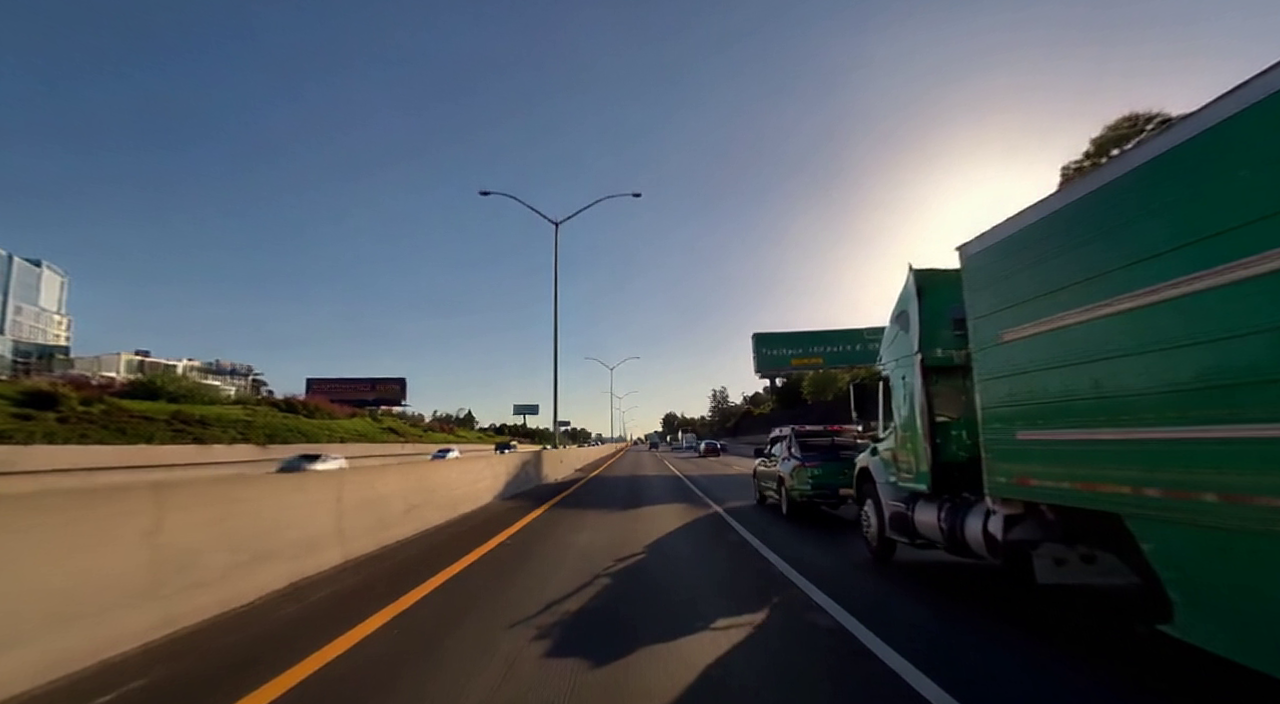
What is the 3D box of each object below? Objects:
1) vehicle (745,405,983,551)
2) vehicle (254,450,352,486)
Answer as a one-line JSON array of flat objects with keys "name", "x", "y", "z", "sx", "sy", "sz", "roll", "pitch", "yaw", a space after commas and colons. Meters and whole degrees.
[{"name": "vehicle", "x": 3.039, "y": 1.832, "z": 9.805, "sx": 1.973, "sy": 1.710, "sz": 4.476, "roll": 0, "pitch": -9, "yaw": -1}, {"name": "vehicle", "x": -15.306, "y": 5.263, "z": 29.026, "sx": 1.969, "sy": 1.469, "sz": 4.702, "roll": 0, "pitch": -9, "yaw": -1}]
